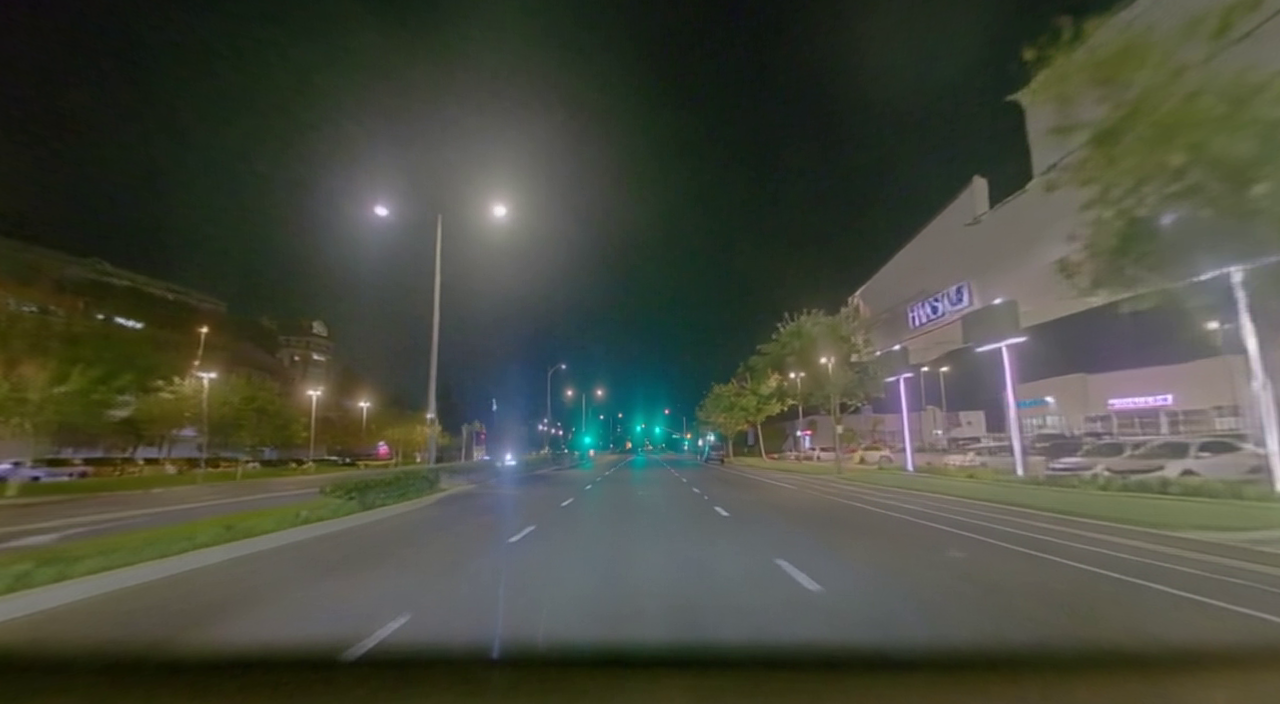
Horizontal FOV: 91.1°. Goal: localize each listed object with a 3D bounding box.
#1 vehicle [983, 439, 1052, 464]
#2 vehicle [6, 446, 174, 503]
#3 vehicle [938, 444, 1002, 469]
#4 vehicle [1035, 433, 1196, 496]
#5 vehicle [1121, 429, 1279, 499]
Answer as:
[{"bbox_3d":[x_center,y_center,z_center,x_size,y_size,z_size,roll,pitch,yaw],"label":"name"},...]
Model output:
[{"bbox_3d":[25.951,6.827,43.356,1.908,1.617,4.452,0,-9,-2],"label":"vehicle"},{"bbox_3d":[-19.939,4.415,23.115,2.043,1.827,4.547,-1,-9,0],"label":"vehicle"},{"bbox_3d":[23.041,7.280,44.034,2.025,1.586,4.486,0,-8,1],"label":"vehicle"},{"bbox_3d":[15.975,3.703,21.101,4.804,1.890,2.247,4,-10,-26],"label":"vehicle"},{"bbox_3d":[16.535,3.169,18.106,4.543,1.768,2.234,4,-9,-26],"label":"vehicle"}]
